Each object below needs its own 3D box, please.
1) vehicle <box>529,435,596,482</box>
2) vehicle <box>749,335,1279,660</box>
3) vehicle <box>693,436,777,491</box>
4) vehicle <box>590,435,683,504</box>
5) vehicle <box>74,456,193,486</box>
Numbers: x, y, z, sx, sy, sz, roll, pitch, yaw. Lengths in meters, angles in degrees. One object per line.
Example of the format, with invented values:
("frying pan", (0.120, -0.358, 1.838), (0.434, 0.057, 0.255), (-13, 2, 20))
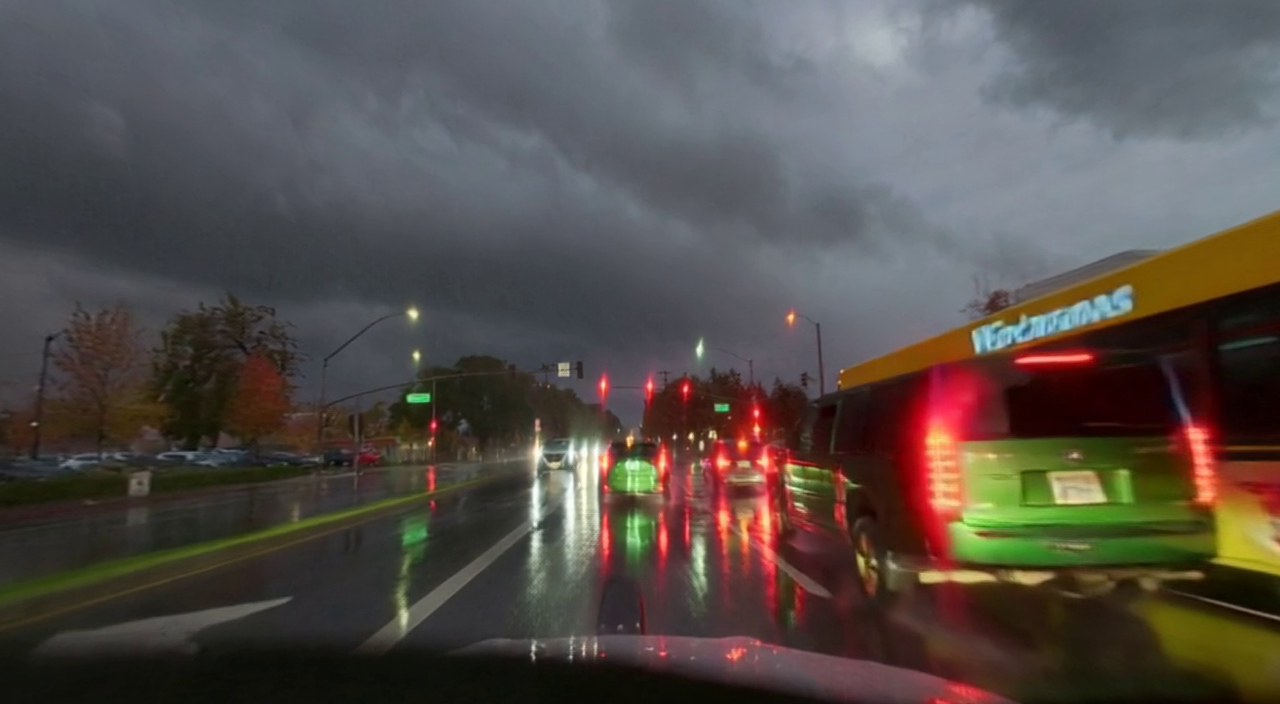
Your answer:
("vehicle", (-3.042, 4.297, 25.775), (2.180, 1.708, 4.397), (0, -9, 0))
("vehicle", (3.003, 1.304, 6.841), (2.490, 1.951, 5.931), (0, -9, -1))
("vehicle", (2.839, 3.446, 19.900), (1.922, 1.508, 4.330), (0, -9, -1))
("vehicle", (-0.106, 2.923, 16.143), (2.071, 1.525, 3.723), (0, -9, -1))
("vehicle", (-27.744, 6.513, 34.830), (4.800, 1.461, 1.831), (5, -10, -31))
